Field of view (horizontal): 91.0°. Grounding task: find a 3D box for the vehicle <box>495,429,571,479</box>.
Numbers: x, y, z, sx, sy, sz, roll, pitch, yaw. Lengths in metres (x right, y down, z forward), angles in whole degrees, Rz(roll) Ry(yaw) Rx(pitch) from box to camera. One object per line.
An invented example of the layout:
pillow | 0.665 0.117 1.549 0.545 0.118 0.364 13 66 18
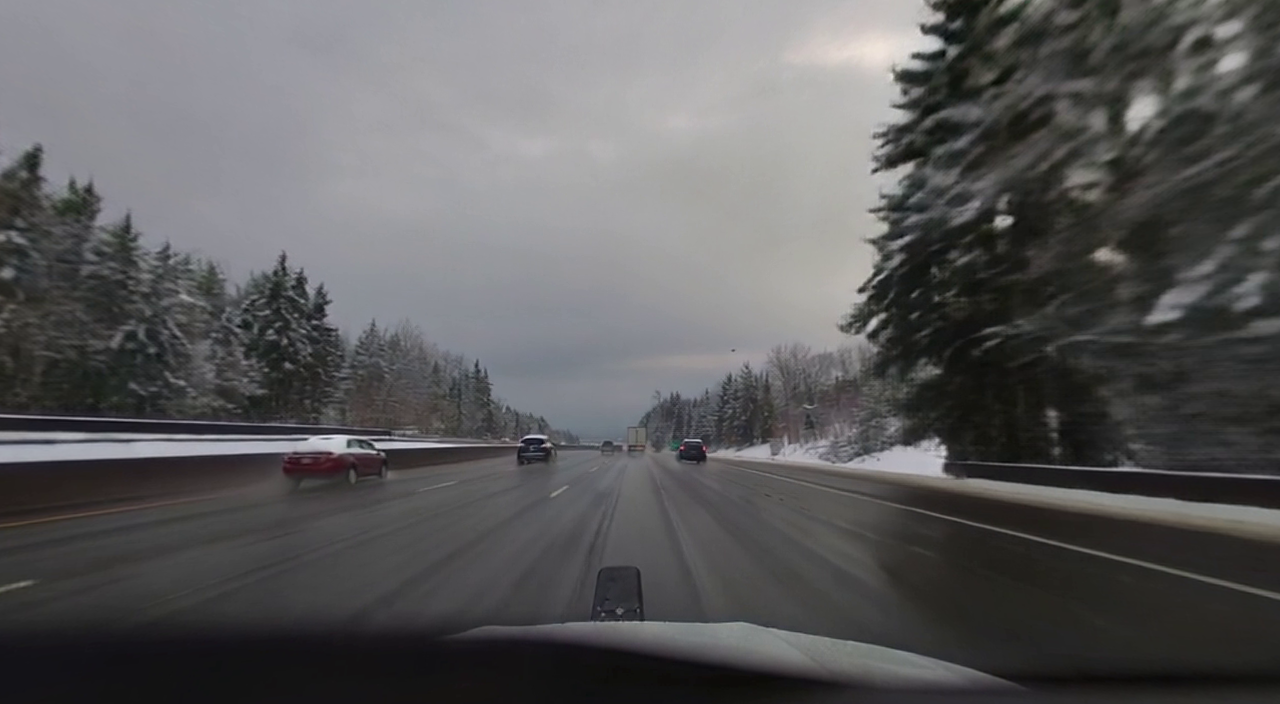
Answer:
vehicle | -3.808 3.735 23.235 2.002 1.680 4.301 0 -9 1

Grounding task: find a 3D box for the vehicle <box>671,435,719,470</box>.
vehicle | 2.811 5.281 33.203 2.053 1.698 4.097 0 -9 -2

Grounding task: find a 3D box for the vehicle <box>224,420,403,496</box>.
vehicle | -8.341 2.774 16.753 2.237 1.703 4.681 0 -9 0
